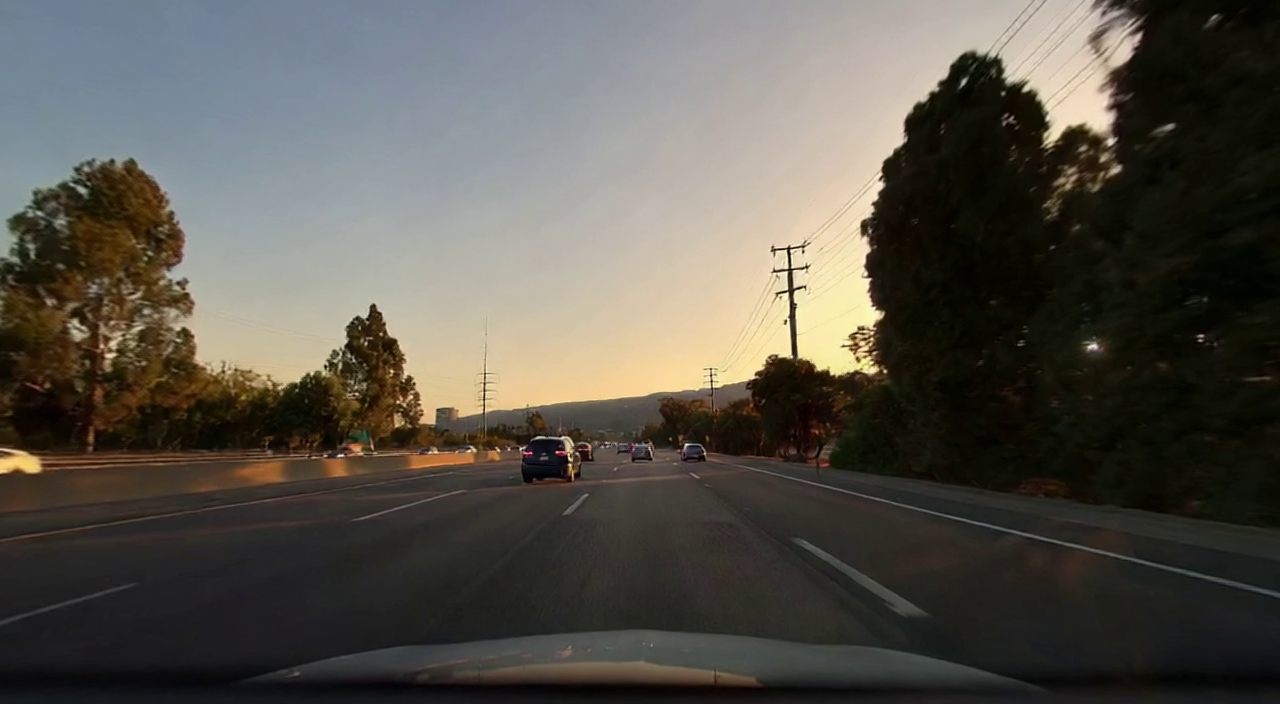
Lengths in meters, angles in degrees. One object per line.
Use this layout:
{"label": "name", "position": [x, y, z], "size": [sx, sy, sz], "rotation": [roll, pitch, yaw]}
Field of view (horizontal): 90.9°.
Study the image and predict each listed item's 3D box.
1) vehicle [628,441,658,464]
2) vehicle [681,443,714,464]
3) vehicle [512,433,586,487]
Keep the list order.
{"label": "vehicle", "position": [0.253, 7.504, 47.398], "size": [2.156, 1.647, 3.987], "rotation": [0, -8, 1]}
{"label": "vehicle", "position": [4.214, 7.538, 46.878], "size": [1.964, 1.479, 4.252], "rotation": [0, -8, 0]}
{"label": "vehicle", "position": [-3.119, 3.775, 22.377], "size": [1.961, 1.704, 4.052], "rotation": [0, -8, 1]}
